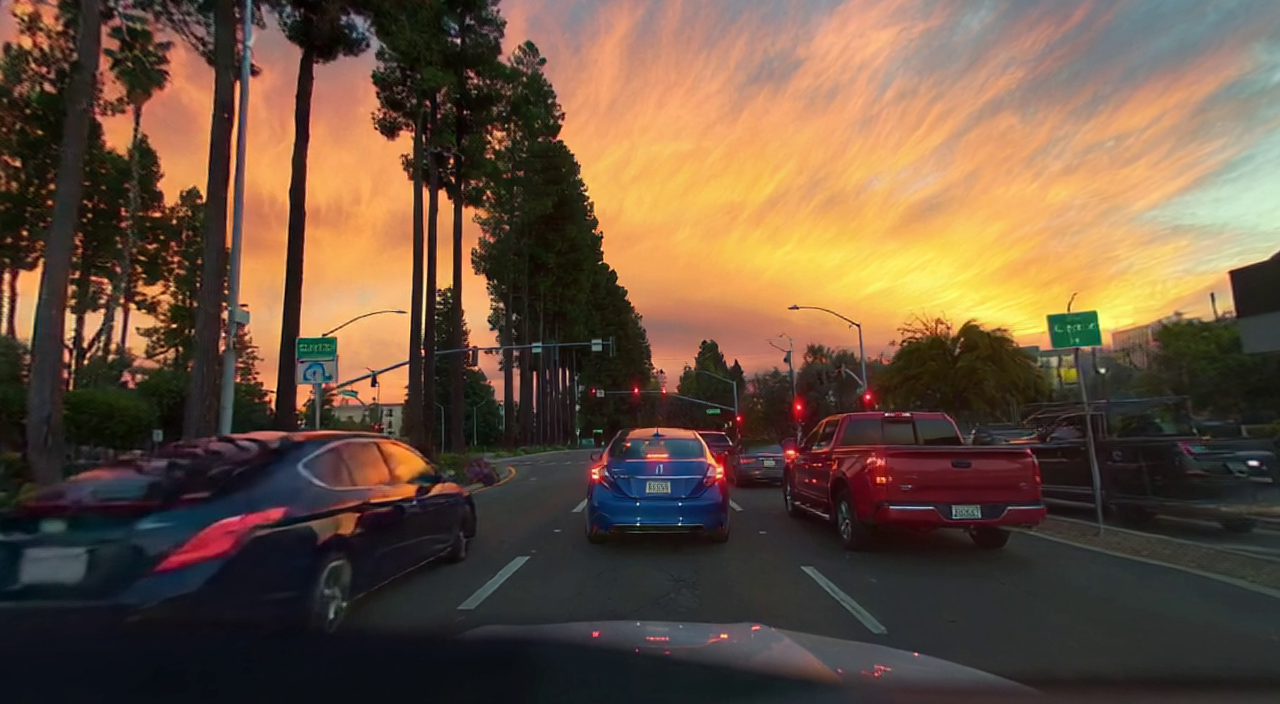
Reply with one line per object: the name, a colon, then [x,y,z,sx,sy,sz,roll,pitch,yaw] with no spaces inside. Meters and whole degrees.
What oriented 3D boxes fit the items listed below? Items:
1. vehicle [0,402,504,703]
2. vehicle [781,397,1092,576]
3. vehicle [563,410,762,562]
vehicle: [-2.881,1.361,5.478,2.133,1.496,5.150,0,-8,1]
vehicle: [3.383,1.633,8.372,2.099,1.725,4.290,0,-8,1]
vehicle: [0.246,1.769,8.973,2.168,1.641,4.039,0,-8,0]
